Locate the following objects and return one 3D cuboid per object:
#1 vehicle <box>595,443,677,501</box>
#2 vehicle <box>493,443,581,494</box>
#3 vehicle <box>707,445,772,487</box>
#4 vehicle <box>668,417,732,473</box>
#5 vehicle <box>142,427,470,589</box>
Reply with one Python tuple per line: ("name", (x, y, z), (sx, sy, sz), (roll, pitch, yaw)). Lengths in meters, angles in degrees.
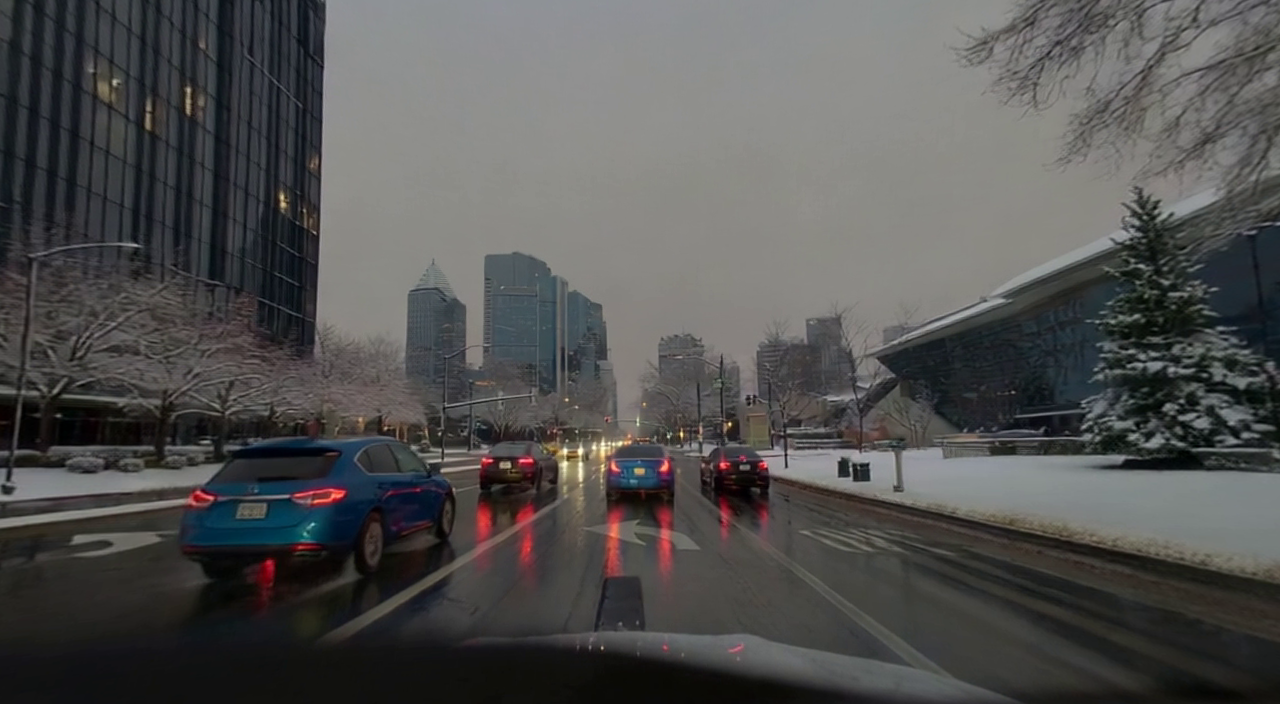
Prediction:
("vehicle", (-0.069, 3.474, 18.766), (2.174, 1.509, 4.374), (0, -8, 1))
("vehicle", (-3.305, 3.818, 21.133), (2.044, 1.508, 4.479), (0, -8, 2))
("vehicle", (3.931, 4.557, 25.544), (1.940, 1.514, 4.187), (0, -8, 0))
("vehicle", (3.910, 6.528, 44.274), (3.074, 3.316, 12.953), (0, -8, -1))
("vehicle", (-3.740, 1.795, 8.119), (1.933, 1.520, 4.195), (0, -8, 0))
